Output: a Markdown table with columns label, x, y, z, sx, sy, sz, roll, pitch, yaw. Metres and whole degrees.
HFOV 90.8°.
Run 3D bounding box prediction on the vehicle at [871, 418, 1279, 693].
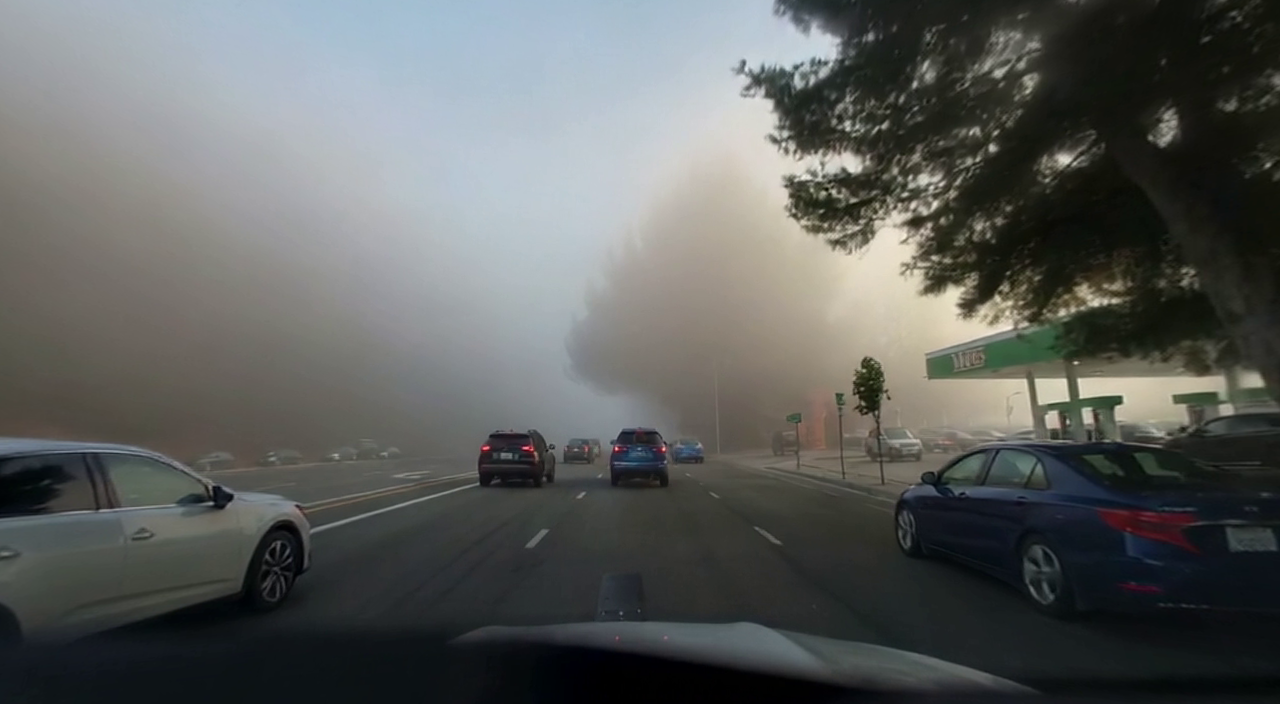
| label | x | y | z | sx | sy | sz | roll | pitch | yaw |
| --- | --- | --- | --- | --- | --- | --- | --- | --- | --- |
| vehicle | 3.941 | 1.429 | 5.749 | 1.888 | 1.456 | 4.589 | 0 | -8 | -1 |

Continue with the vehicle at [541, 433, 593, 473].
| label | x | y | z | sx | sy | sz | roll | pitch | yaw |
| --- | --- | --- | --- | --- | --- | --- | --- | --- | --- |
| vehicle | -3.240 | 4.575 | 28.803 | 1.871 | 1.673 | 3.920 | 0 | -8 | 1 |

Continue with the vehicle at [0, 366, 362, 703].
| label | x | y | z | sx | sy | sz | roll | pitch | yaw |
| --- | --- | --- | --- | --- | --- | --- | --- | --- | --- |
| vehicle | -3.482 | 1.028 | 3.701 | 1.864 | 1.574 | 4.031 | 0 | -8 | 0 |

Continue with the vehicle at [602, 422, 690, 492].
| label | x | y | z | sx | sy | sz | roll | pitch | yaw |
| --- | --- | --- | --- | --- | --- | --- | --- | --- | --- |
| vehicle | 0.139 | 3.069 | 18.707 | 2.279 | 1.803 | 4.254 | 0 | -8 | 0 |

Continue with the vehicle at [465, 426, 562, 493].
| label | x | y | z | sx | sy | sz | roll | pitch | yaw |
| --- | --- | --- | --- | --- | --- | --- | --- | --- | --- |
| vehicle | -3.512 | 3.074 | 18.378 | 1.932 | 1.695 | 4.150 | 0 | -8 | 0 |

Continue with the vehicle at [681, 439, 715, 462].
| label | x | y | z | sx | sy | sz | roll | pitch | yaw |
| --- | --- | --- | --- | --- | --- | --- | --- | --- | --- |
| vehicle | 3.985 | 6.914 | 44.278 | 1.926 | 1.522 | 3.852 | 0 | -8 | -2 |
